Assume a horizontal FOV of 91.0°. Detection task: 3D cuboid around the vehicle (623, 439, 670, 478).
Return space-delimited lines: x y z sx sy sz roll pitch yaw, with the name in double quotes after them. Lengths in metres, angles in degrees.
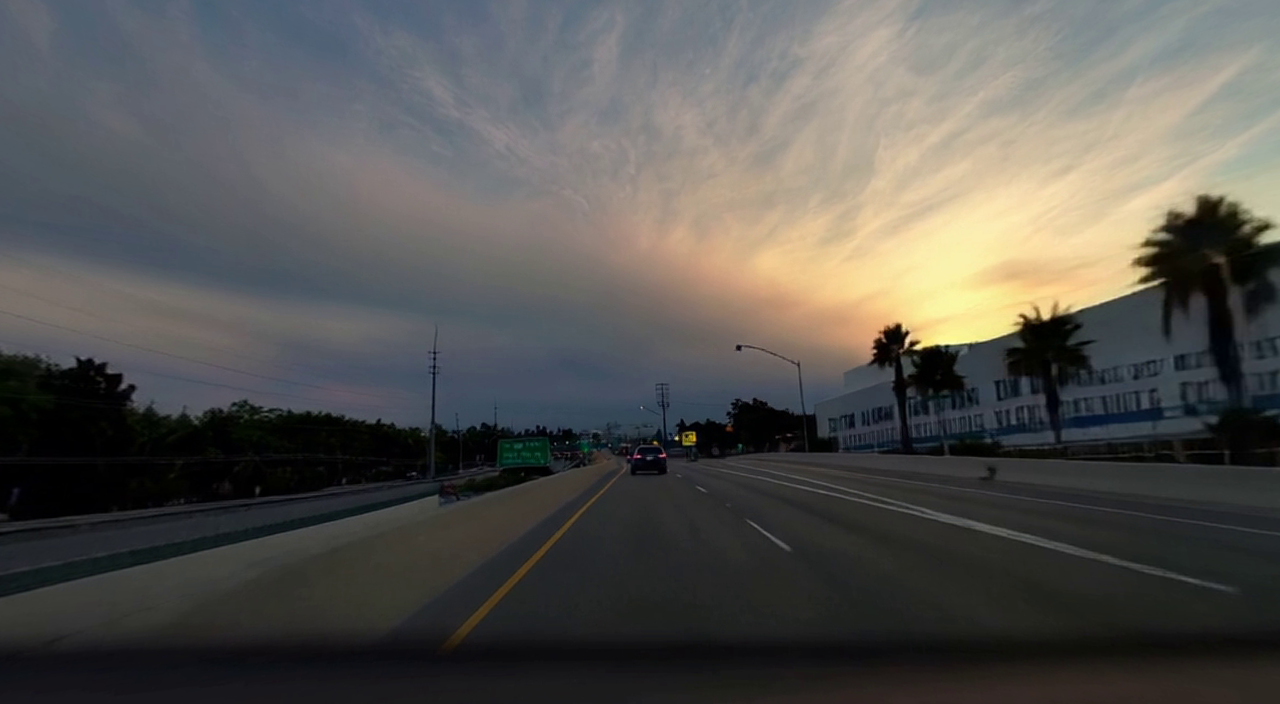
0.250 5.124 30.404 2.089 1.718 4.193 0 -9 -1 "vehicle"
